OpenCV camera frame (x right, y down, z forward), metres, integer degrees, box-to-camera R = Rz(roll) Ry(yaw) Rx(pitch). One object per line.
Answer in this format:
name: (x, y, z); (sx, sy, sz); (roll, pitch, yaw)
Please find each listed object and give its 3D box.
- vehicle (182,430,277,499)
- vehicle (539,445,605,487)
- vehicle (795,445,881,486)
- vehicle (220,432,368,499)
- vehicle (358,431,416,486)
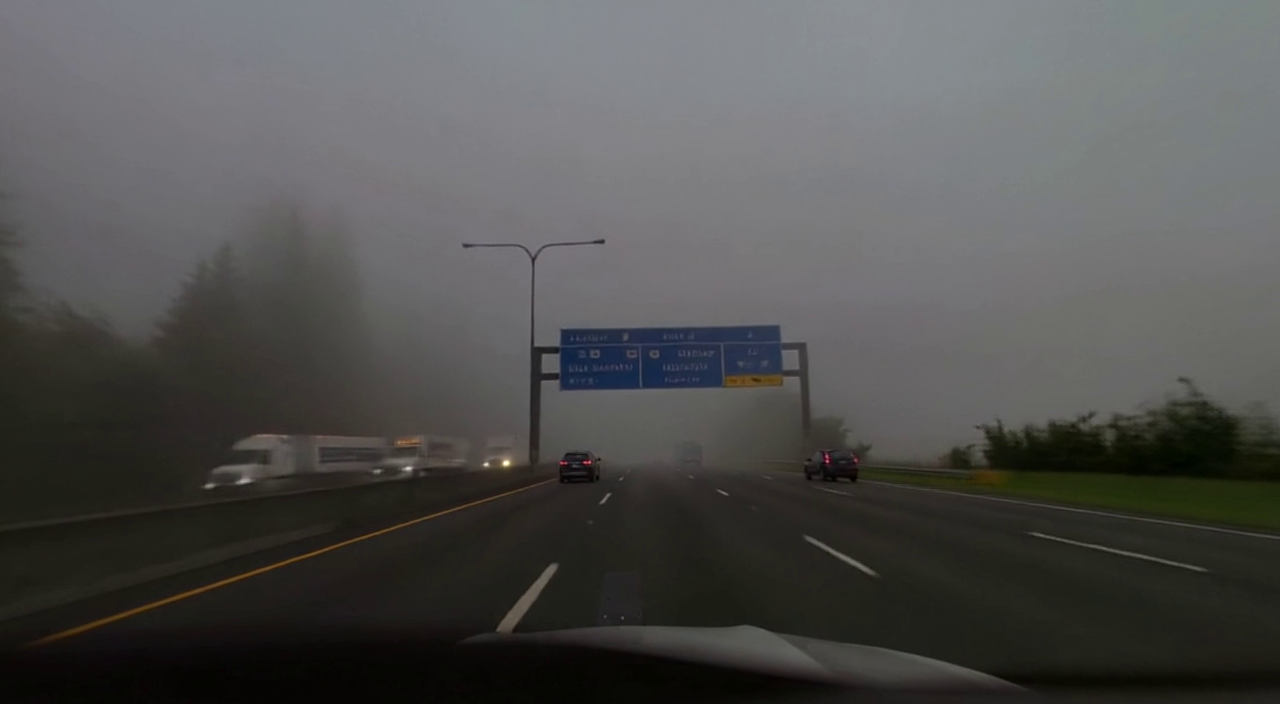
vehicle: (-22.470, 6.147, 34.694); (2.913, 3.587, 3.098); (0, -9, 0)
vehicle: (-2.669, 4.625, 25.863); (2.191, 1.563, 4.318); (0, -9, 1)
vehicle: (7.795, 4.505, 25.312); (1.943, 1.493, 4.507); (0, -9, -1)
vehicle: (-22.498, 7.456, 42.333); (2.772, 3.782, 12.488); (0, -9, 0)
vehicle: (-18.585, 7.822, 46.428); (2.772, 3.823, 3.192); (0, -9, 0)
